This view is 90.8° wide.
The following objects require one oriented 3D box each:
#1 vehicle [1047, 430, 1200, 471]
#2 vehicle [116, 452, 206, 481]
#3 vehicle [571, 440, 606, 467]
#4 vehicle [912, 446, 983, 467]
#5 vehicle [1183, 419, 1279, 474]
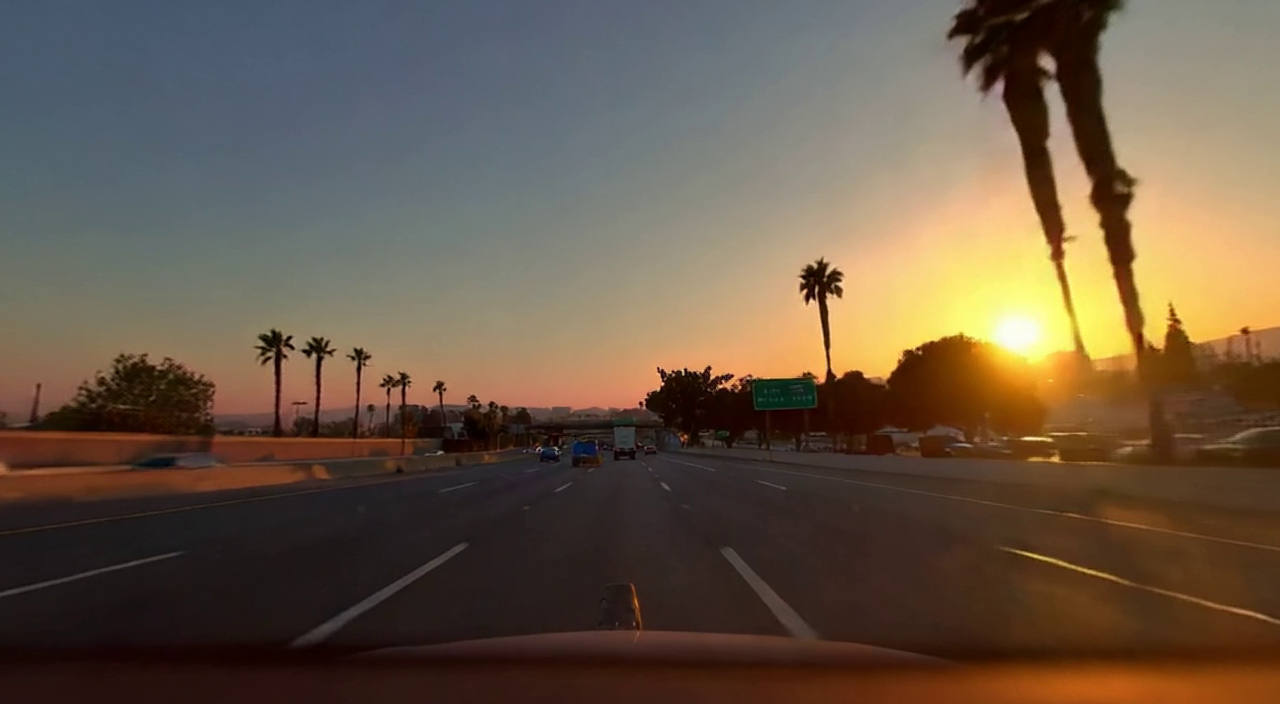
[{"bbox_3d":[22.869,4.688,30.077,5.372,1.852,2.284,0,-9,-1],"label":"vehicle"},{"bbox_3d":[-26.187,6.269,34.724,1.771,1.468,4.074,0,-9,-1],"label":"vehicle"},{"bbox_3d":[-4.016,8.017,49.908,2.390,2.007,4.901,0,-9,-1],"label":"vehicle"},{"bbox_3d":[23.168,7.860,47.650,4.210,1.539,2.121,0,-9,-2],"label":"vehicle"},{"bbox_3d":[23.401,3.460,23.214,5.006,1.880,2.095,1,-9,-4],"label":"vehicle"}]
